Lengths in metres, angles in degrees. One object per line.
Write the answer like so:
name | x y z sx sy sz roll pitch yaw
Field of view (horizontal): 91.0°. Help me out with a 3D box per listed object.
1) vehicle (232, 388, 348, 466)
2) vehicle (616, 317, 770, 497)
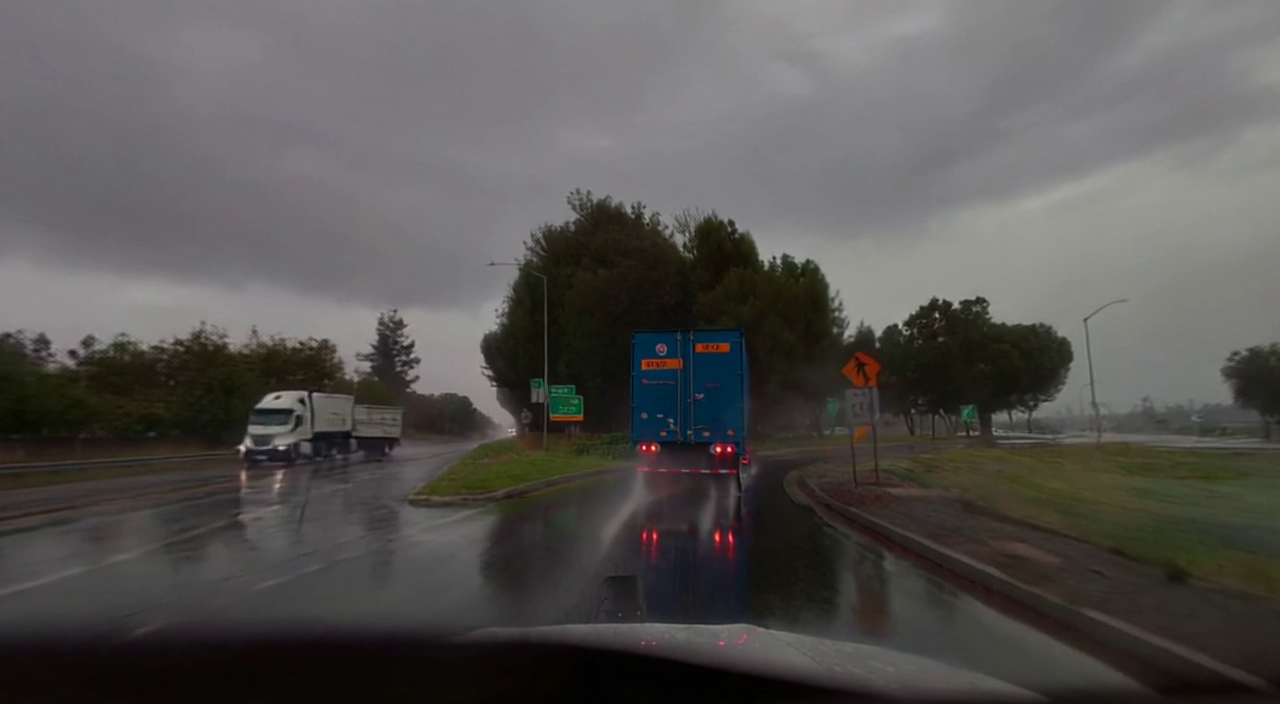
vehicle | -18.362 4.040 33.552 3.008 3.708 6.125 0 -8 -5
vehicle | 1.968 1.746 17.596 2.937 3.647 9.344 -3 -8 12
